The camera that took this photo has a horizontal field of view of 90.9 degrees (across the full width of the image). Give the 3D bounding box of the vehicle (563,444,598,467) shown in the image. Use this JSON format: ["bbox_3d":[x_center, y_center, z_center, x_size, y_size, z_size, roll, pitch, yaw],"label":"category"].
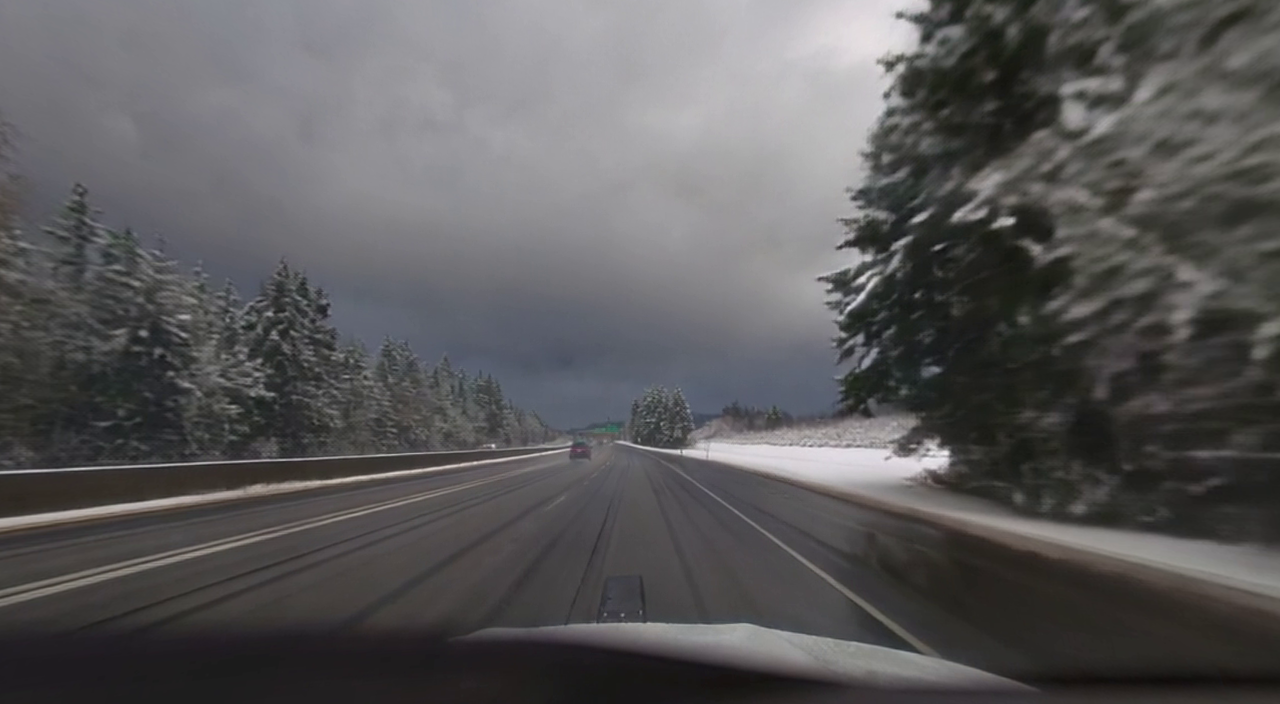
[{"bbox_3d":[-4.170,7.329,44.816,2.083,1.560,4.713,0,-9,-1],"label":"vehicle"}]
